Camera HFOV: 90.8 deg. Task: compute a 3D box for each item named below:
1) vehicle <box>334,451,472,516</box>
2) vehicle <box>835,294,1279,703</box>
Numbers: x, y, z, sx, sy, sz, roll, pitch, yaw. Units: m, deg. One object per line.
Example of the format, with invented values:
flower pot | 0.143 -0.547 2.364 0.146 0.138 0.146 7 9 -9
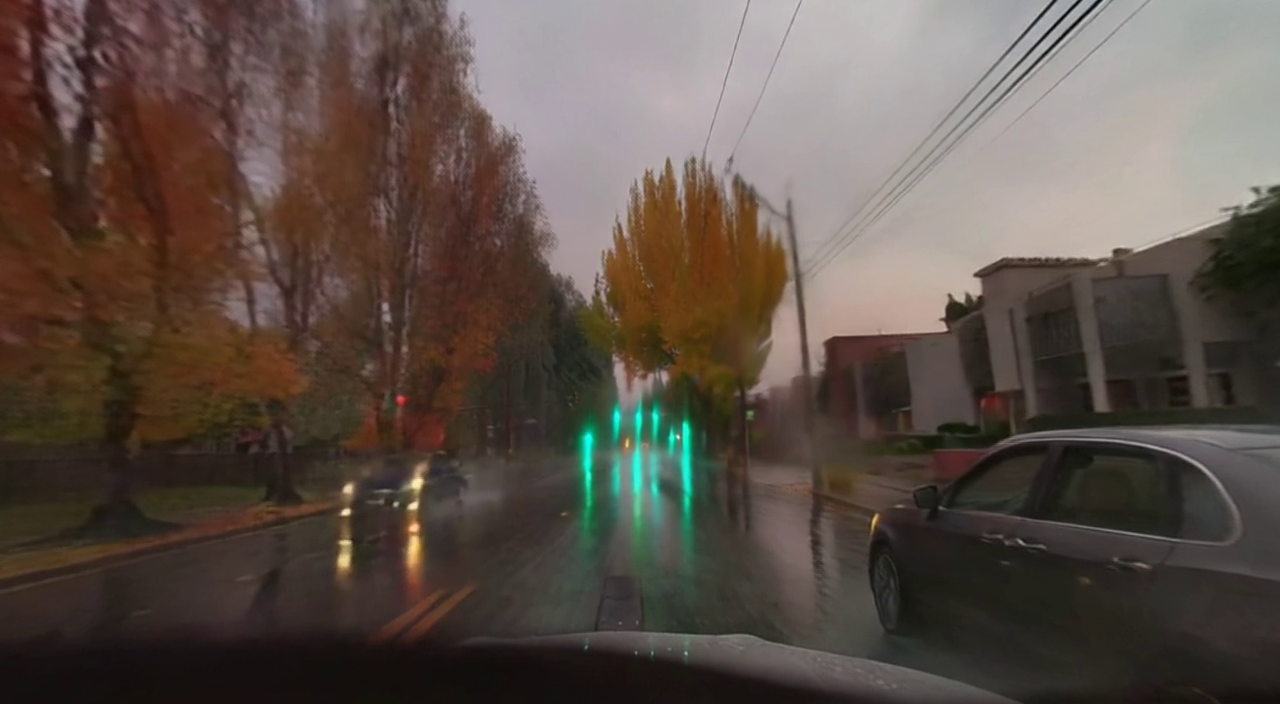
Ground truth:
vehicle | -6.259 3.496 17.385 2.031 1.521 4.538 0 -9 0
vehicle | 2.954 0.963 3.338 2.224 1.791 4.834 0 -9 -1
